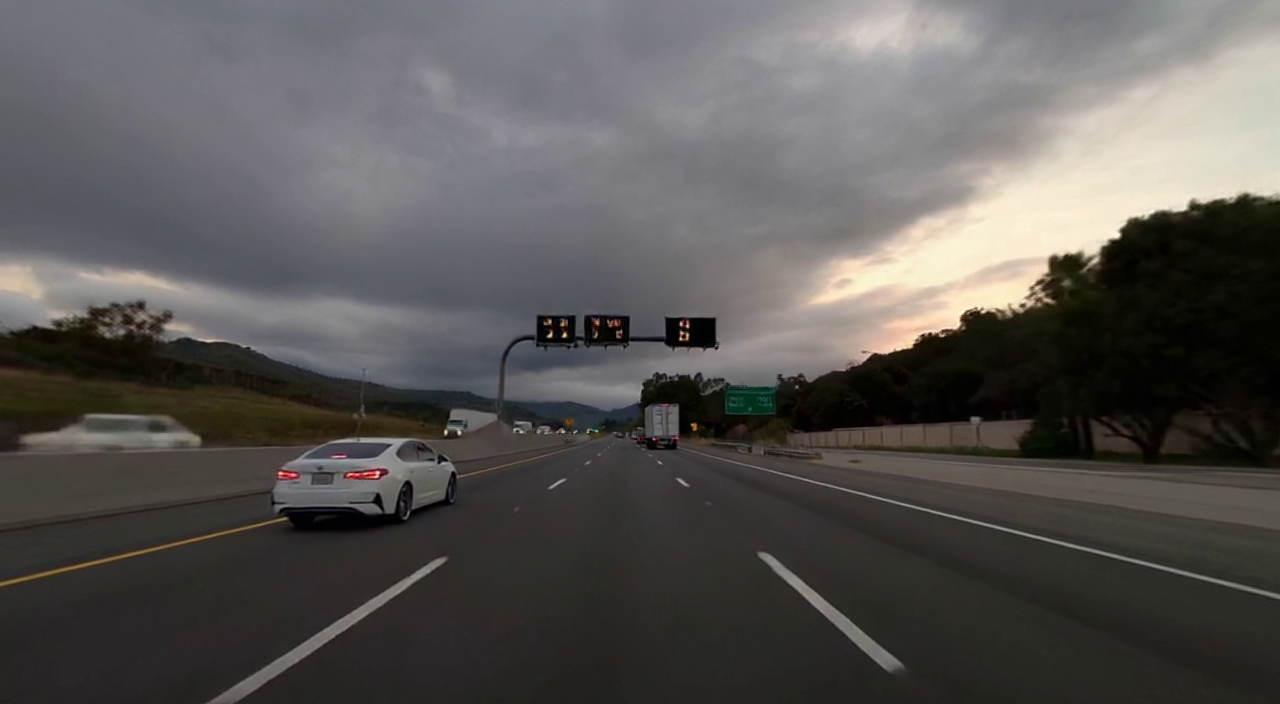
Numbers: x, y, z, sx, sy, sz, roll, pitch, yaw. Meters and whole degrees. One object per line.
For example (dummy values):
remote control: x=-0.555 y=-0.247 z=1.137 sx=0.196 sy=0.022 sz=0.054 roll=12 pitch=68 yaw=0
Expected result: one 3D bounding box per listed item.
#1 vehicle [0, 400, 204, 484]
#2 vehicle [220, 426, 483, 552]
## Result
vehicle: x=-11.923 y=1.878 z=13.314 sx=2.086 sy=1.449 sz=4.745 roll=0 pitch=-8 yaw=-1
vehicle: x=-3.916 y=1.886 z=9.584 sx=1.971 sy=1.444 sz=4.401 roll=0 pitch=-8 yaw=-1
